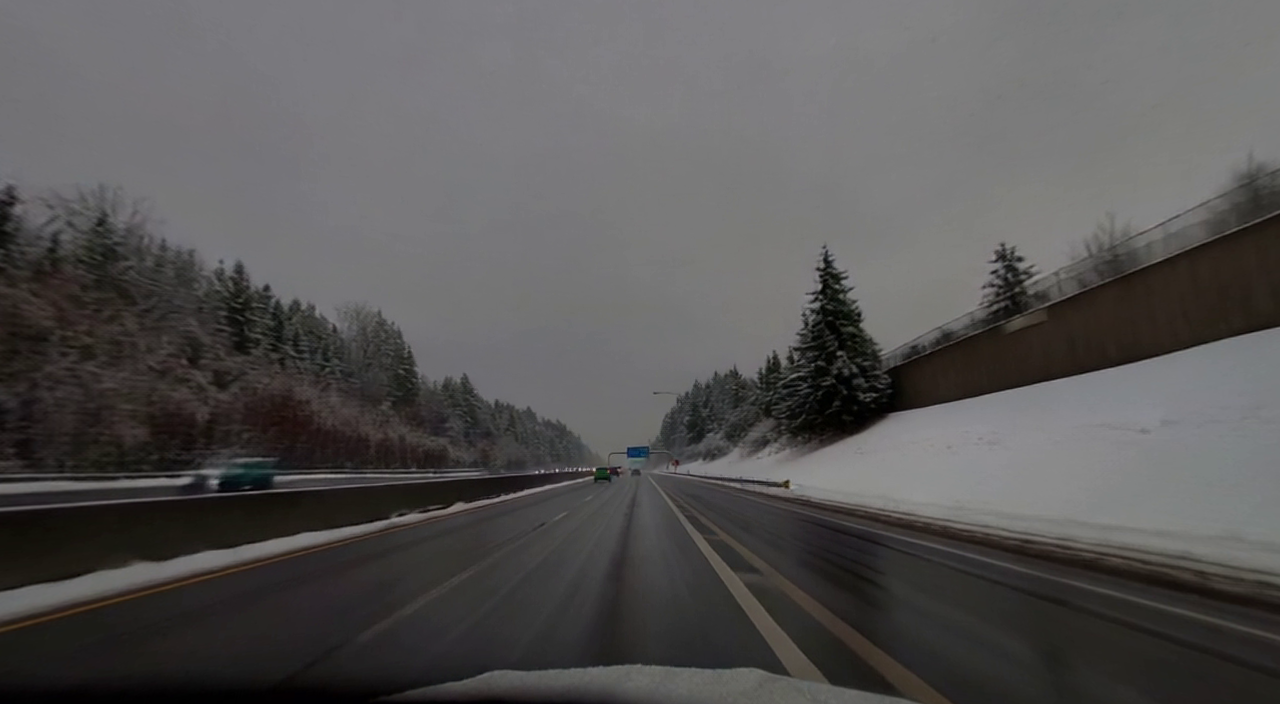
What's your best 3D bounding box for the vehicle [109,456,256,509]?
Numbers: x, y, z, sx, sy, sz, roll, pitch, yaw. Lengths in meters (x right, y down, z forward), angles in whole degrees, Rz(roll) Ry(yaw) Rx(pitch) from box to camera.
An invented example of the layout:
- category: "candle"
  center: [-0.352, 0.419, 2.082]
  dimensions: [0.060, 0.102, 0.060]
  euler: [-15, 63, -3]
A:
- category: "vehicle"
  center: [-16.181, 4.628, 22.636]
  dimensions: [1.903, 1.670, 4.377]
  euler: [0, -10, 0]
